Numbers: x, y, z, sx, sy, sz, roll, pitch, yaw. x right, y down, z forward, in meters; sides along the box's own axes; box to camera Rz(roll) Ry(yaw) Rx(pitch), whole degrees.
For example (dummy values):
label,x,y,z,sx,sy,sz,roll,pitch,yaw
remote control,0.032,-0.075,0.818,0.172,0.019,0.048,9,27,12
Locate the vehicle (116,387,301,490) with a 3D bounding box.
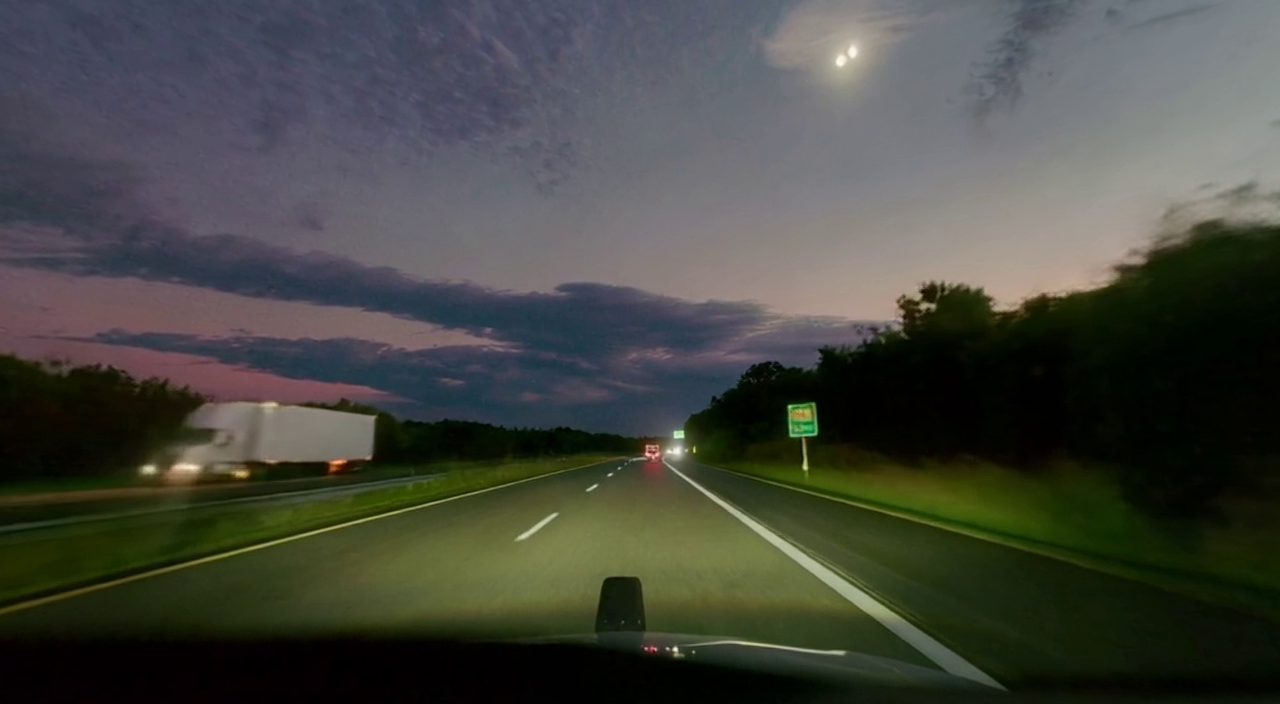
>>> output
label,x,y,z,sx,sy,sz,roll,pitch,yaw
vehicle,-16.758,3.496,25.154,2.955,3.577,6.005,0,-9,0
